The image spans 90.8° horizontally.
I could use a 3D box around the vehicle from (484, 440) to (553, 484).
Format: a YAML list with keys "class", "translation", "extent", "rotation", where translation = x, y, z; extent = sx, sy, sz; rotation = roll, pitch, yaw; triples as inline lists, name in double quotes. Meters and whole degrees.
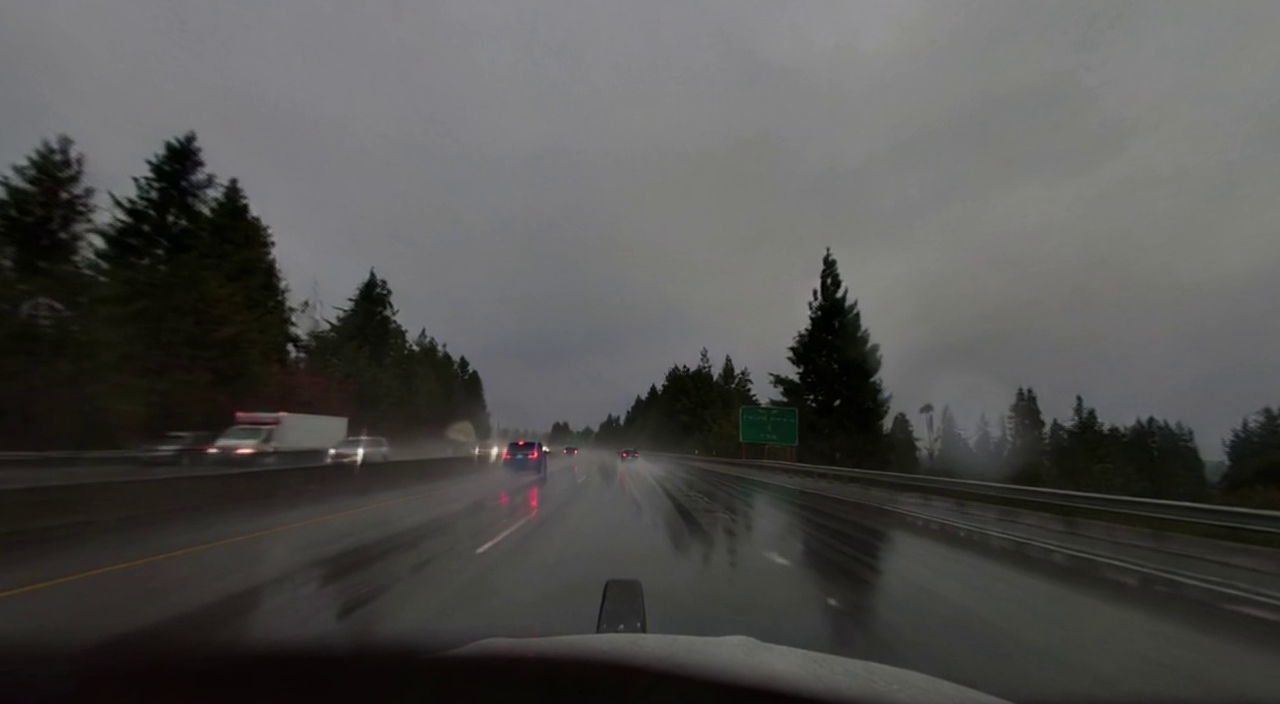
- class: "vehicle"
  translation: [-4.984, 4.541, 26.411]
  extent: [2.088, 1.675, 4.108]
  rotation: [0, -9, 0]

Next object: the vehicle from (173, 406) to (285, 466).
- class: "vehicle"
  translation: [-17.853, 3.722, 27.690]
  extent: [2.131, 2.428, 4.017]
  rotation: [0, -9, 0]

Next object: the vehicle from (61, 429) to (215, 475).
- class: "vehicle"
  translation: [-17.701, 3.558, 22.576]
  extent: [1.851, 1.453, 4.488]
  rotation: [0, -9, -1]

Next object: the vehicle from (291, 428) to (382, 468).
- class: "vehicle"
  translation: [-13.694, 4.391, 28.820]
  extent: [1.934, 1.650, 4.563]
  rotation: [0, -9, -1]
